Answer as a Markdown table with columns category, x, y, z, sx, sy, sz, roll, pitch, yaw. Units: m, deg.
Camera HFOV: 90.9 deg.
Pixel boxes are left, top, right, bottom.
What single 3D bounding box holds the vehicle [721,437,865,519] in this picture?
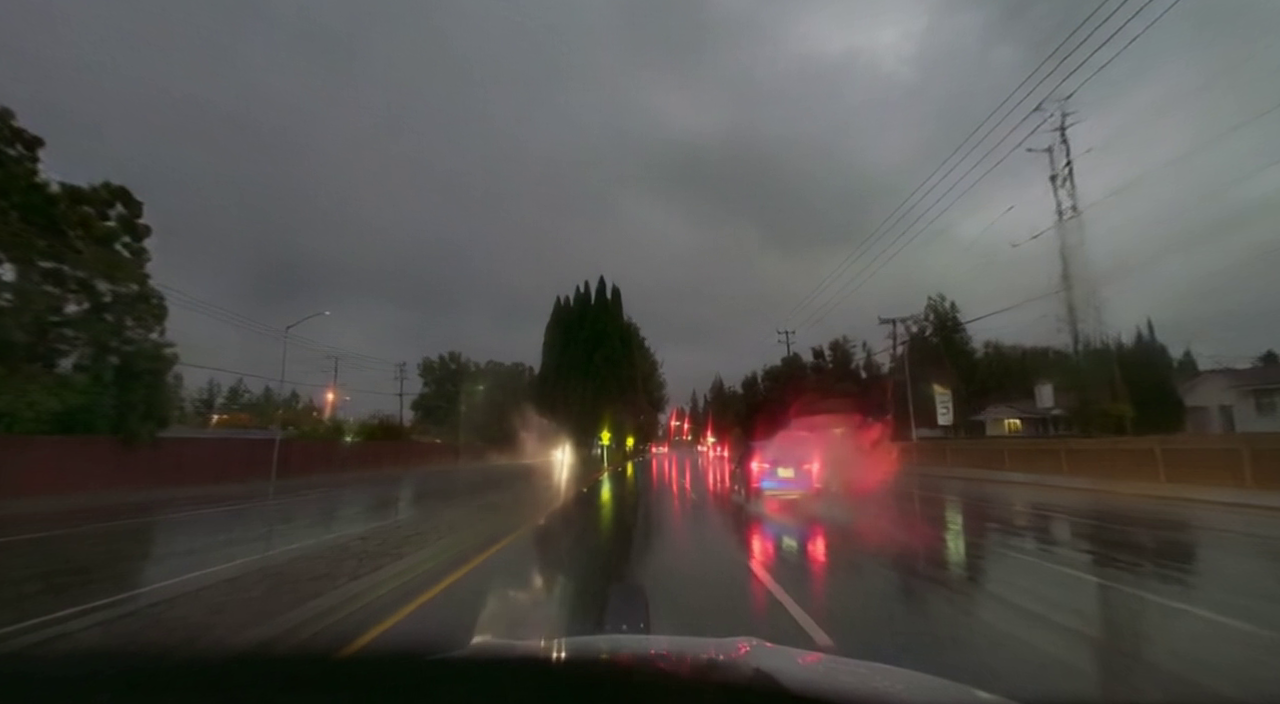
| category | x | y | z | sx | sy | sz | roll | pitch | yaw |
| --- | --- | --- | --- | --- | --- | --- | --- | --- | --- |
| vehicle | 3.105 | 2.651 | 13.798 | 2.063 | 1.481 | 4.247 | 0 | -9 | 0 |
